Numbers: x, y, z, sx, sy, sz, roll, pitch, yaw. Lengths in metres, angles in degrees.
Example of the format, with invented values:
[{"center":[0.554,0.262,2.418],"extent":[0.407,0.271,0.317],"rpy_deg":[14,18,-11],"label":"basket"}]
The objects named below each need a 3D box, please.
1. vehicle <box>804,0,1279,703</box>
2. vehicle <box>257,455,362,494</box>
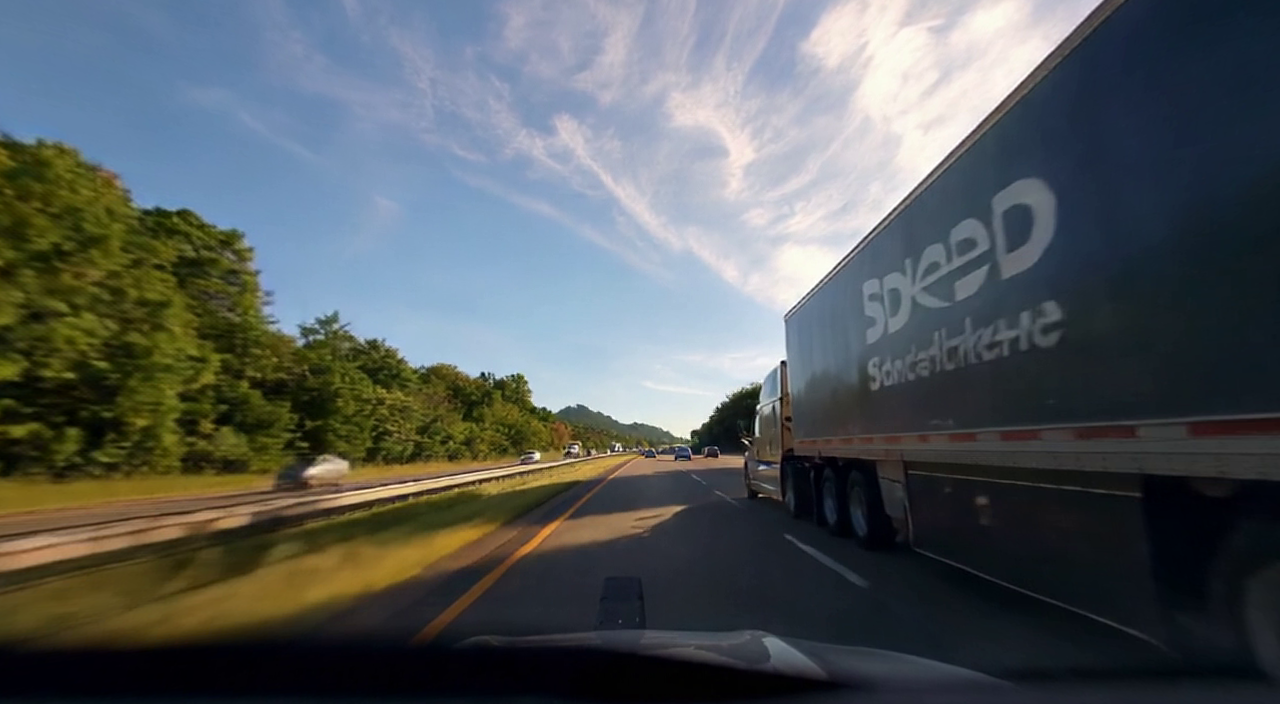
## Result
[{"center":[3.890,-0.075,4.105],"extent":[3.025,4.010,9.542],"rpy_deg":[0,-9,0],"label":"vehicle"},{"center":[-13.011,4.824,24.997],"extent":[1.893,1.381,4.130],"rpy_deg":[-1,-9,1],"label":"vehicle"}]
